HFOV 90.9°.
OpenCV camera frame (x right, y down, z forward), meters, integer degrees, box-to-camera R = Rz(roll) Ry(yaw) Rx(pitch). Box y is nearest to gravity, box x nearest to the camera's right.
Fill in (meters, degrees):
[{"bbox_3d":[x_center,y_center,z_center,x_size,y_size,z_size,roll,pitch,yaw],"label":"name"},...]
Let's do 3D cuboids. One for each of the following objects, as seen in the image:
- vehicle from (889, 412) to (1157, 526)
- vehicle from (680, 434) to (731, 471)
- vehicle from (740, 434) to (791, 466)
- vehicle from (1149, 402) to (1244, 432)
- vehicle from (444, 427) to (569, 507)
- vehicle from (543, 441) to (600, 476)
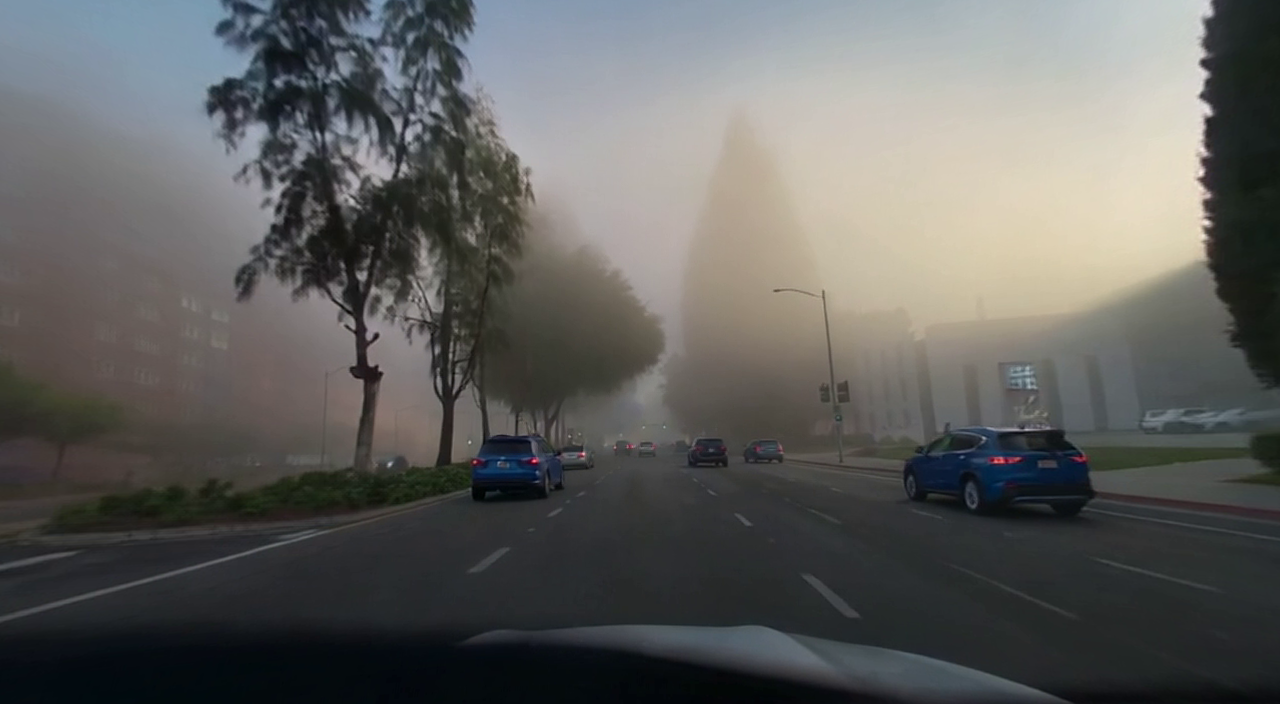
[{"bbox_3d":[6.586,2.081,11.662,2.088,1.666,4.512,0,-9,0],"label":"vehicle"},{"bbox_3d":[3.376,5.292,33.366,2.178,1.804,4.766,0,-9,0],"label":"vehicle"},{"bbox_3d":[7.481,5.922,38.053,2.076,1.793,4.464,0,-9,-1],"label":"vehicle"},{"bbox_3d":[40.589,4.836,46.180,2.022,1.925,5.391,0,-9,0],"label":"vehicle"},{"bbox_3d":[-3.174,2.850,16.028,2.141,1.719,4.379,-1,-9,1],"label":"vehicle"},{"bbox_3d":[-3.138,4.977,29.630,2.036,1.465,4.301,-1,-9,2],"label":"vehicle"}]
